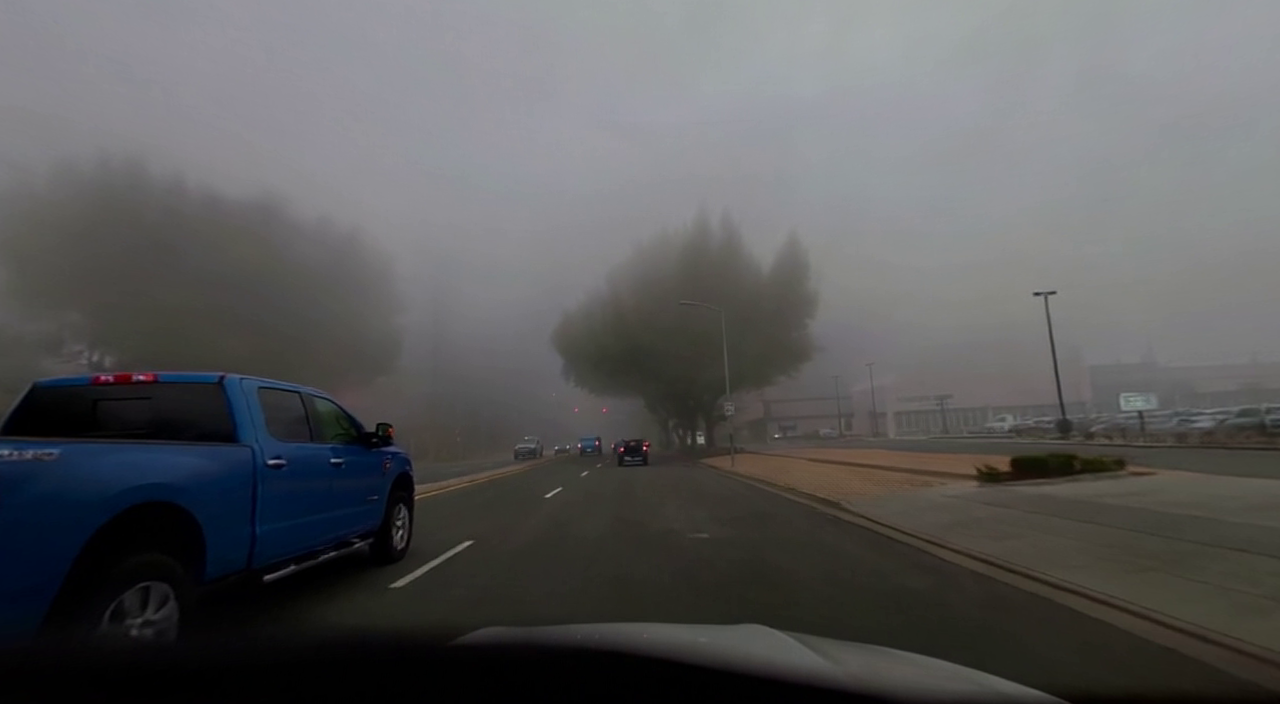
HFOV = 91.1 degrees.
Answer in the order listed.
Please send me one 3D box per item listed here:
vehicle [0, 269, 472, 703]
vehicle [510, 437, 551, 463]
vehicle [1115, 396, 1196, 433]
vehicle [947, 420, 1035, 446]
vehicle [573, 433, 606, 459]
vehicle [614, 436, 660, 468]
[{"bbox_3d":[-3.653,1.081,4.883,2.552,2.079,6.810,0,-8,3],"label":"vehicle"},{"bbox_3d":[-8.117,7.312,47.061,2.146,1.788,5.153,0,-8,1],"label":"vehicle"},{"bbox_3d":[34.672,4.277,42.177,5.297,2.323,2.378,4,-9,-31],"label":"vehicle"},{"bbox_3d":[22.732,5.306,40.778,4.767,1.443,1.978,-7,-11,28],"label":"vehicle"},{"bbox_3d":[-3.952,7.478,49.960,2.243,1.976,4.514,0,-8,1],"label":"vehicle"},{"bbox_3d":[-0.141,5.082,32.127,2.191,1.530,4.470,0,-8,0],"label":"vehicle"}]
